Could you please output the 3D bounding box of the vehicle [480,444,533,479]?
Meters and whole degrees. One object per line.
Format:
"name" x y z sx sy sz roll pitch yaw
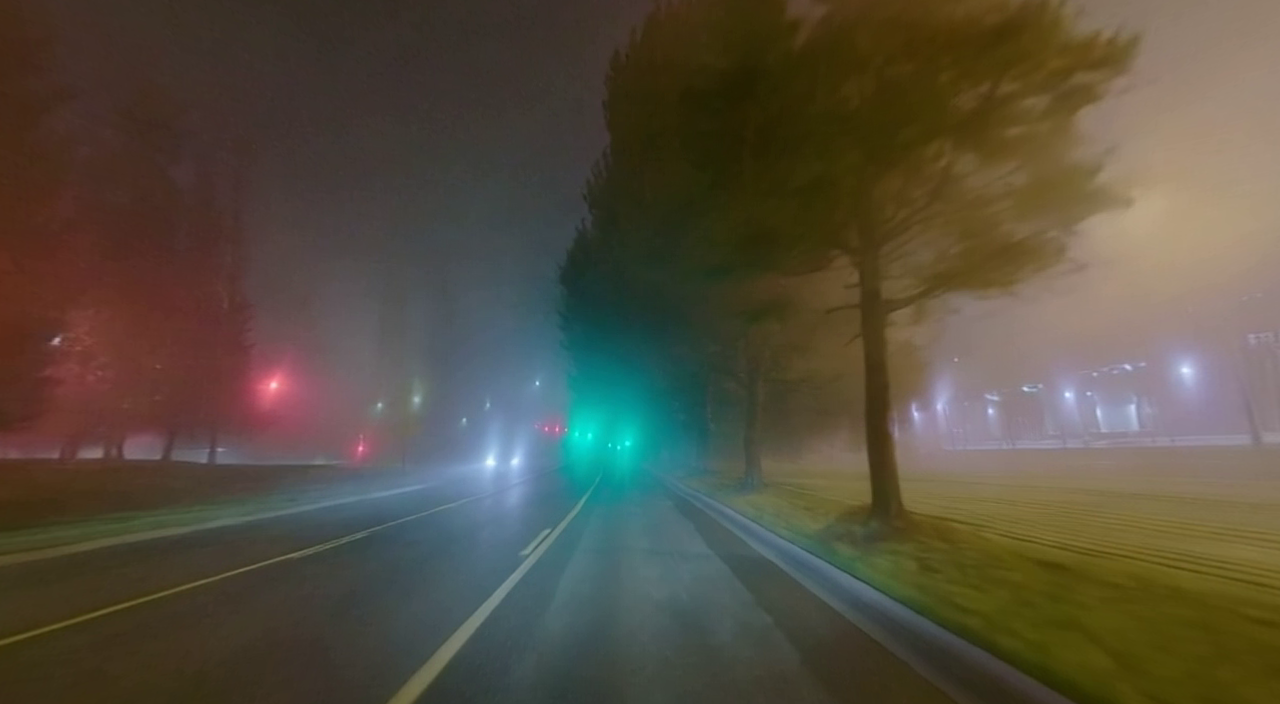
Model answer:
"vehicle" -6.989 5.767 33.243 2.017 1.725 4.115 0 -9 -2
